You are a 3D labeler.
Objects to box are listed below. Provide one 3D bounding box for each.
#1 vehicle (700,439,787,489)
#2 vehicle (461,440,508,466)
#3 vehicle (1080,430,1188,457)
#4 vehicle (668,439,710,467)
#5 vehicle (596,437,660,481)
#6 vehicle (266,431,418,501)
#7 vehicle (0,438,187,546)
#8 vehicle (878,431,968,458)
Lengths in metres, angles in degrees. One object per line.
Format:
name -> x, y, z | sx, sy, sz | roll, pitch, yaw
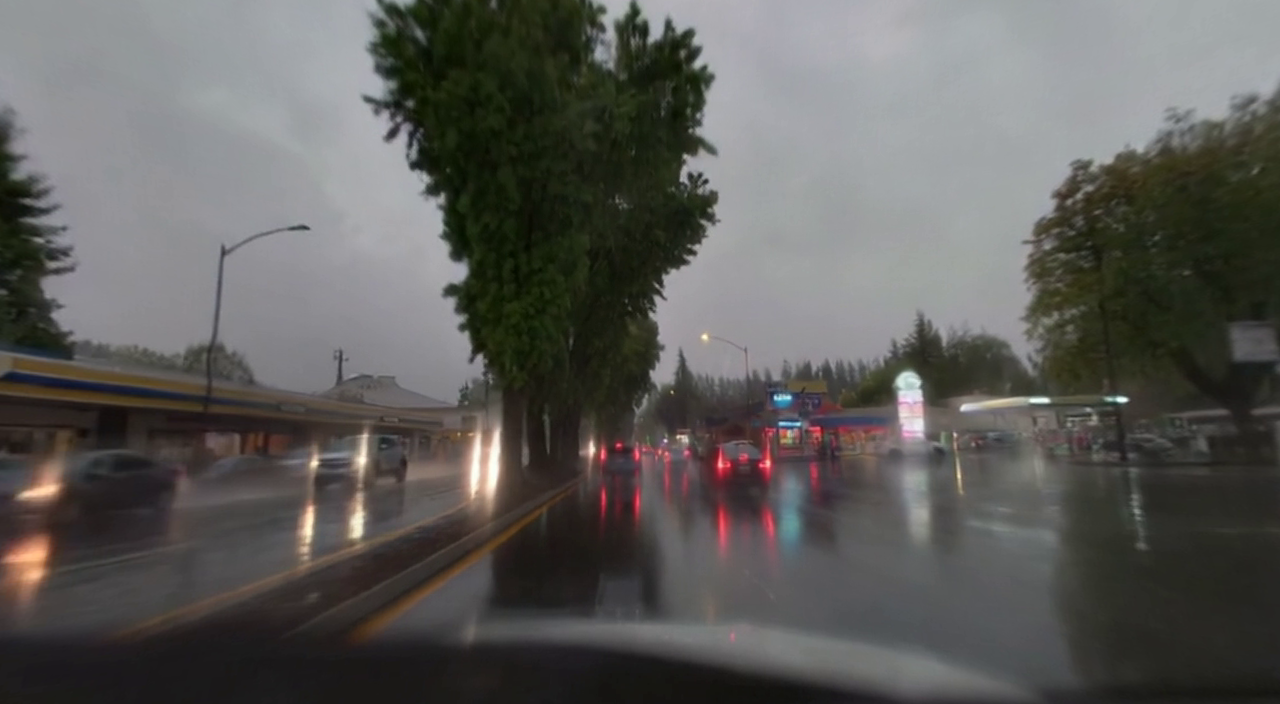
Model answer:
vehicle -> 3.298, 3.647, 21.025 | 2.060, 1.471, 4.168 | 0, -8, -2
vehicle -> -11.365, 7.407, 46.591 | 2.233, 1.799, 4.700 | 0, -8, 0
vehicle -> 27.823, 5.171, 35.714 | 4.478, 1.450, 1.968 | 0, -8, -3
vehicle -> 2.825, 5.944, 37.313 | 2.098, 1.527, 3.966 | 0, -8, -2
vehicle -> -0.463, 4.071, 24.351 | 2.232, 1.508, 4.319 | 0, -8, -1
vehicle -> -8.323, 3.211, 18.246 | 2.273, 1.748, 4.379 | 0, -8, -1
vehicle -> -11.113, 2.491, 11.900 | 1.997, 1.677, 4.327 | 0, -8, -1
vehicle -> 18.981, 6.223, 42.573 | 4.948, 1.733, 2.296 | 0, -8, -2
